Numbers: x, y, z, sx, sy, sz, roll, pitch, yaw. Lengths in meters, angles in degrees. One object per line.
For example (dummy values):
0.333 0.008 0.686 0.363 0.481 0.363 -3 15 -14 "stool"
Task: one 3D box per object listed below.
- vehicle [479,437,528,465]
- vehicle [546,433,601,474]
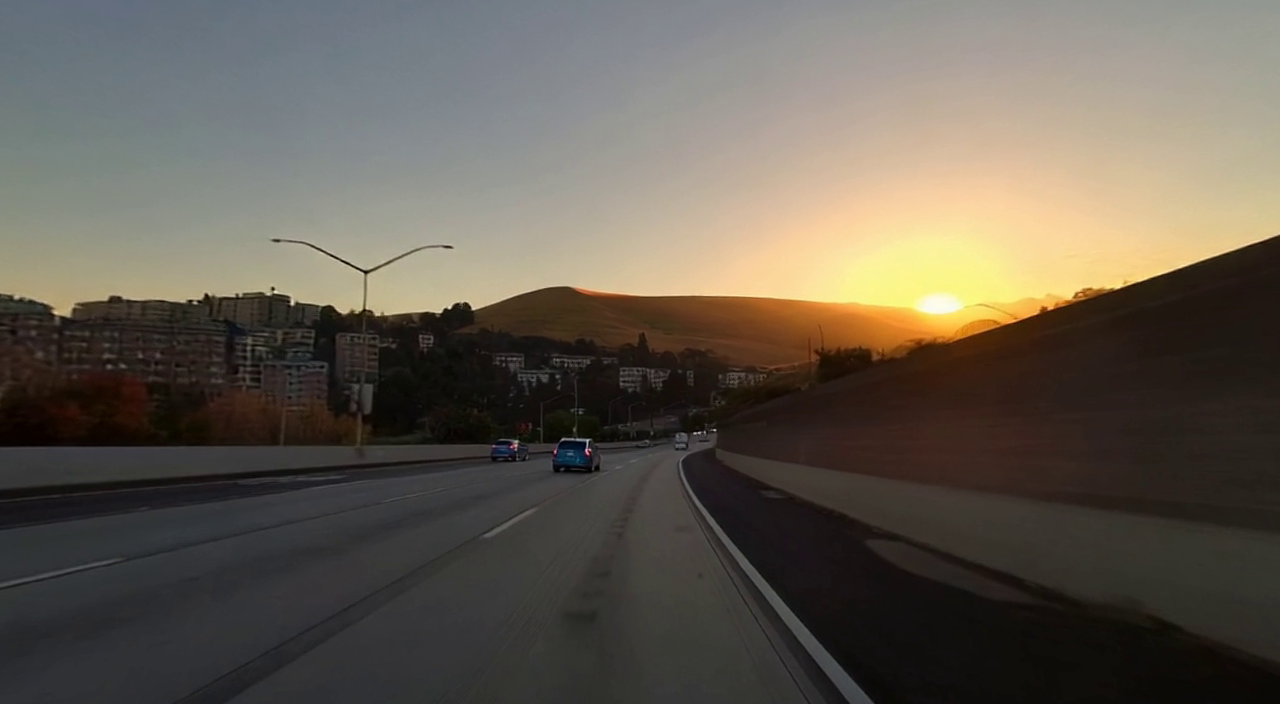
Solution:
-9.152 6.652 42.623 2.039 1.746 4.528 -1 -8 4 "vehicle"
-3.077 4.821 30.134 2.028 1.782 4.150 -1 -8 3 "vehicle"
